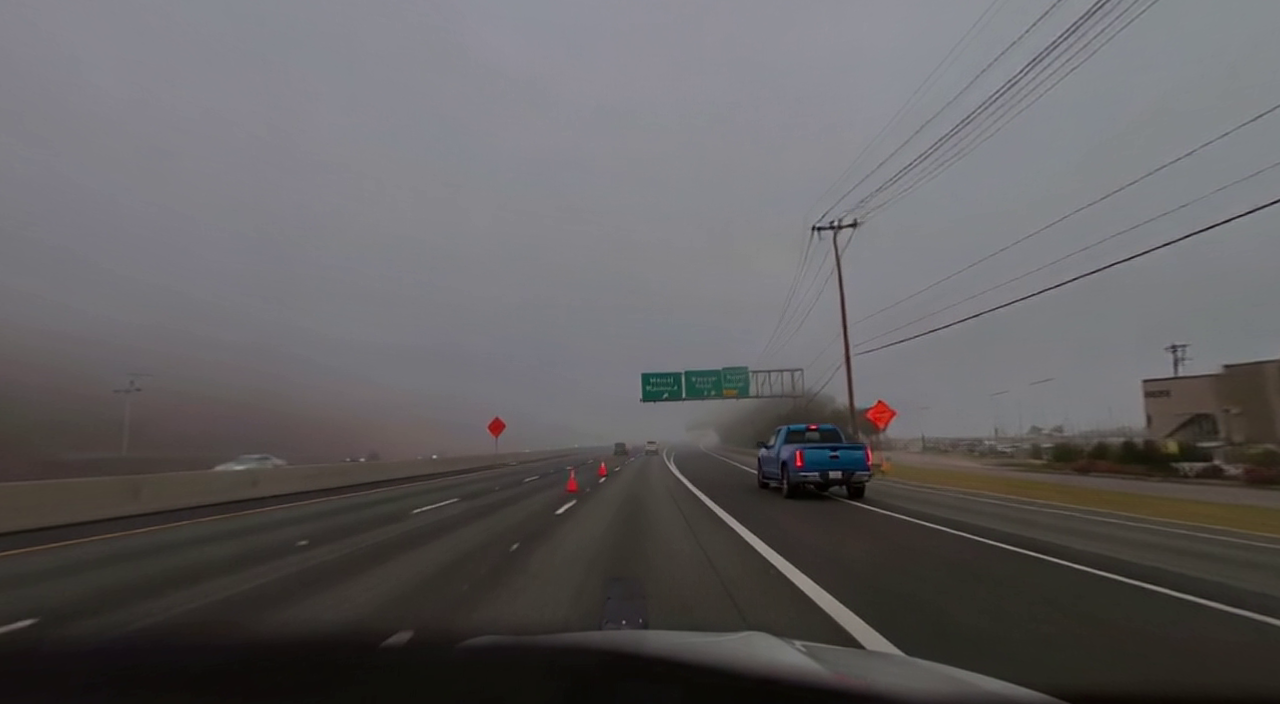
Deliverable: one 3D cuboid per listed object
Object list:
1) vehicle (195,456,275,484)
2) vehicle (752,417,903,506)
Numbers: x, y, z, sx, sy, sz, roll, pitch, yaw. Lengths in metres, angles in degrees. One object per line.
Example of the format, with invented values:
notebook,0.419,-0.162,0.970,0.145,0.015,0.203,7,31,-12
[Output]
vehicle,-24.547,7.178,38.483,1.884,1.494,4.524,0,-8,0
vehicle,4.399,2.686,15.920,2.186,1.840,5.289,0,-8,0
